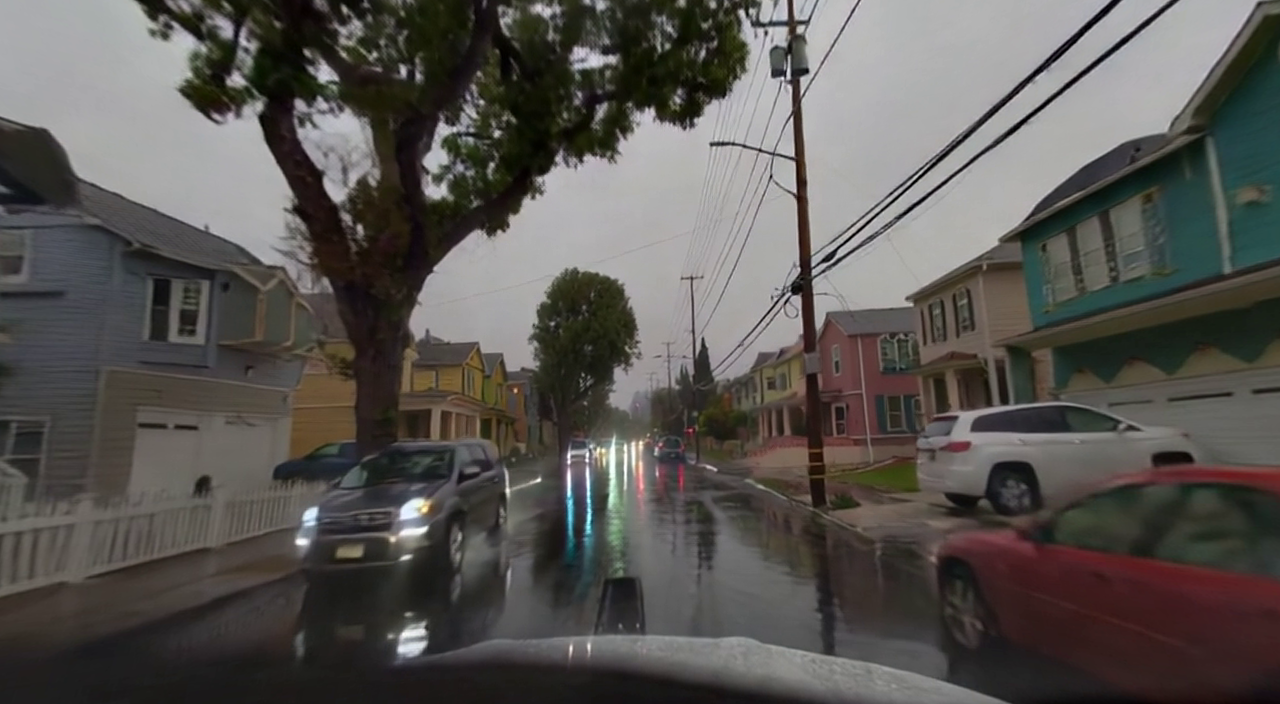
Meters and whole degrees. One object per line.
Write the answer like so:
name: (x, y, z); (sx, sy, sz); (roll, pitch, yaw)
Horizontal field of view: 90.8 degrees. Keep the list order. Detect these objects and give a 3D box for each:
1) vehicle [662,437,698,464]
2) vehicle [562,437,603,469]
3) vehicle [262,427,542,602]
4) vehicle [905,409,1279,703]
vehicle: (2.849, 7.141, 46.219); (2.129, 1.873, 4.471); (0, -7, -2)
vehicle: (-3.506, 6.210, 39.144); (2.082, 1.759, 4.541); (-2, -7, 0)
vehicle: (-3.046, 2.104, 9.418); (2.204, 1.655, 4.813); (-7, -7, 0)
vehicle: (3.115, 1.095, 2.591); (2.043, 1.631, 4.613); (1, -7, 0)
